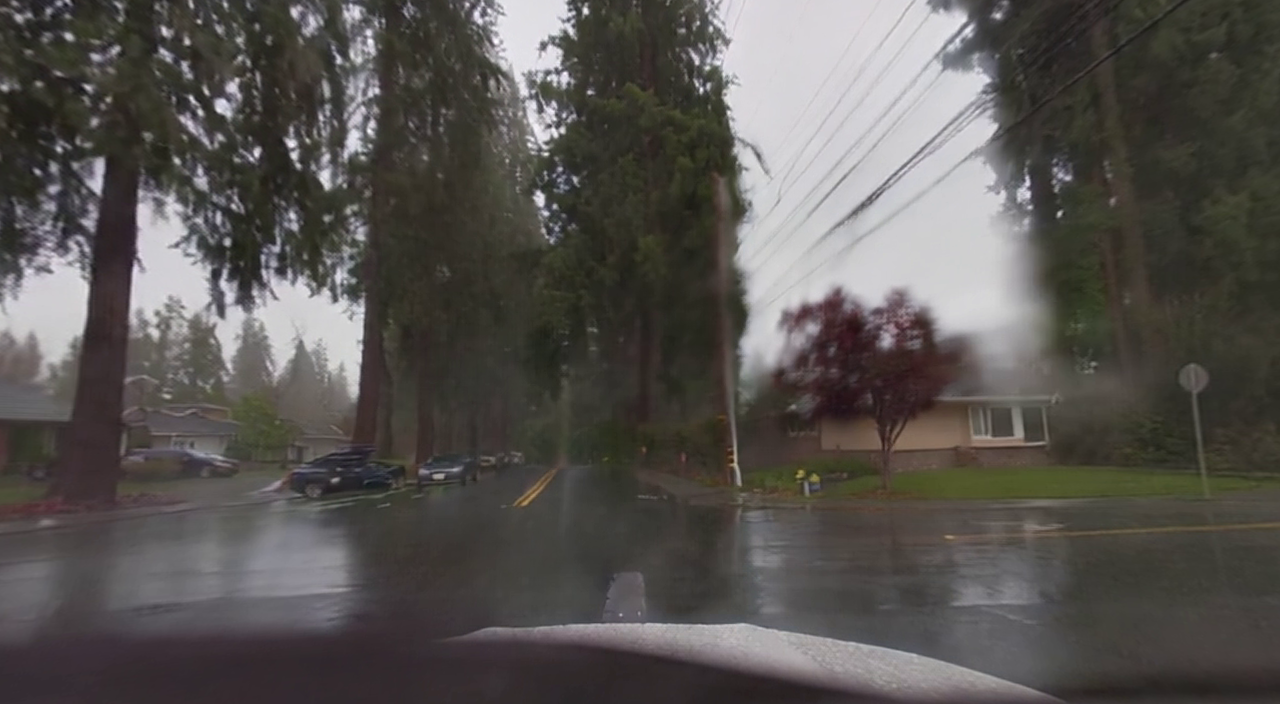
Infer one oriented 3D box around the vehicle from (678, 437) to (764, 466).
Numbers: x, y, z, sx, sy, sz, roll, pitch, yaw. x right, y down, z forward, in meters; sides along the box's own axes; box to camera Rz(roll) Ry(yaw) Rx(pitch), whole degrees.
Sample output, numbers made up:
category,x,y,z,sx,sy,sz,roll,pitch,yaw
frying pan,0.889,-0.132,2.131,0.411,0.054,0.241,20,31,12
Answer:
category,x,y,z,sx,sy,sz,roll,pitch,yaw
vehicle,4.832,6.004,38.100,4.784,1.647,1.947,1,-8,-9
